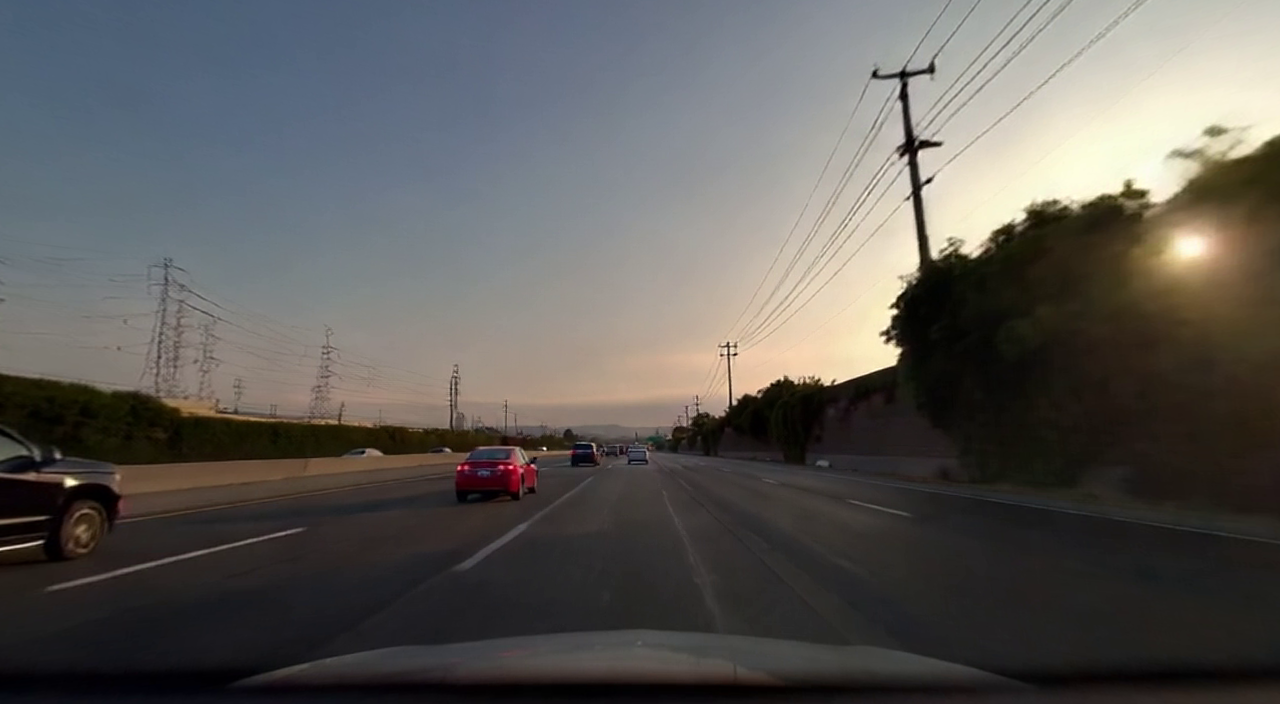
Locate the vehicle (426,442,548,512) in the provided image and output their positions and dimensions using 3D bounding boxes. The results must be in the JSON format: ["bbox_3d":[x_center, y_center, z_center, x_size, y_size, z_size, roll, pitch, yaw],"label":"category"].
[{"bbox_3d":[-3.575,2.976,15.584,1.938,1.444,4.206,0,-8,0],"label":"vehicle"}]

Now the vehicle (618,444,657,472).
[{"bbox_3d":[-0.140,5.857,35.099,2.030,1.471,4.115,0,-8,0],"label":"vehicle"}]

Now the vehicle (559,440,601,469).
[{"bbox_3d":[-3.822,6.602,40.824,2.244,1.752,4.439,0,-8,0],"label":"vehicle"}]

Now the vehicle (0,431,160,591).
[{"bbox_3d":[-7.021,1.433,5.502,1.959,1.496,4.740,0,-8,0],"label":"vehicle"}]
